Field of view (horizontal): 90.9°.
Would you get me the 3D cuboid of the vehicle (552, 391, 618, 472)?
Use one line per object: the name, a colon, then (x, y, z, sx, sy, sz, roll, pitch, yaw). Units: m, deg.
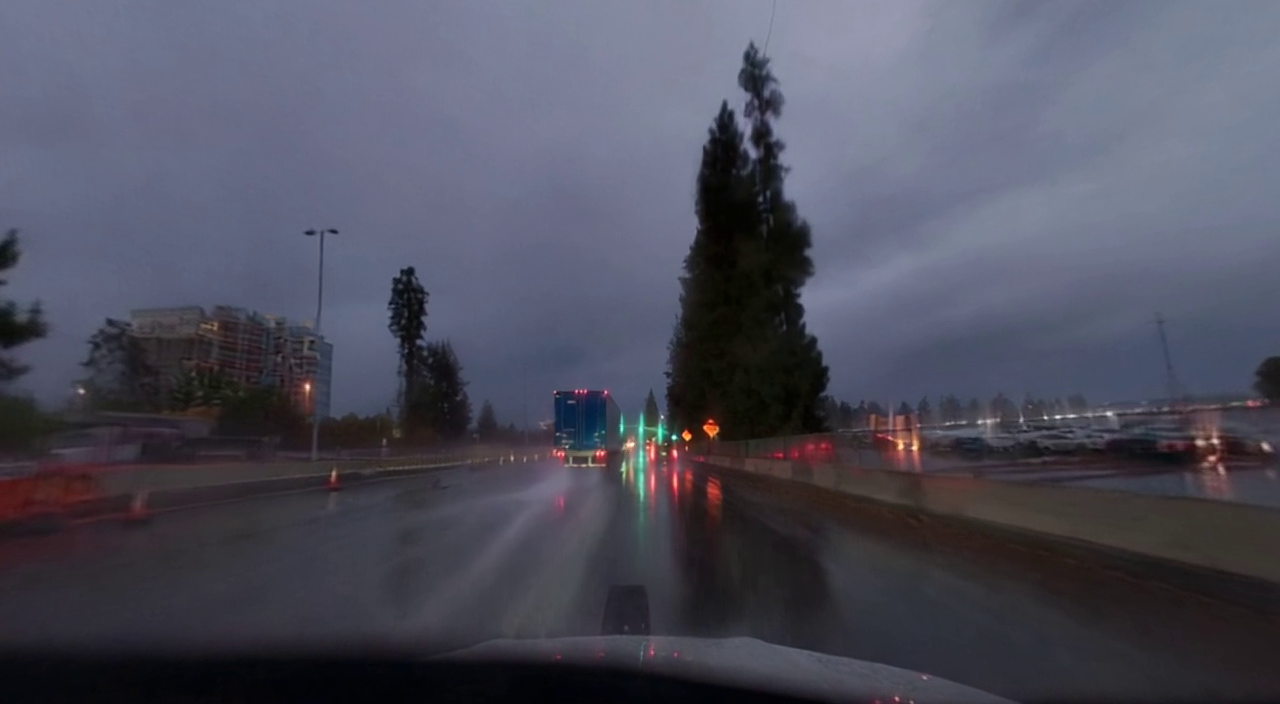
vehicle: (-3.078, 5.200, 40.091, 2.906, 4.115, 15.715, 0, -8, -1)

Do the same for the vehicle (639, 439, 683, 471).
vehicle: (1.128, 5.759, 35.586, 2.304, 1.675, 4.462, 0, -8, 0)
